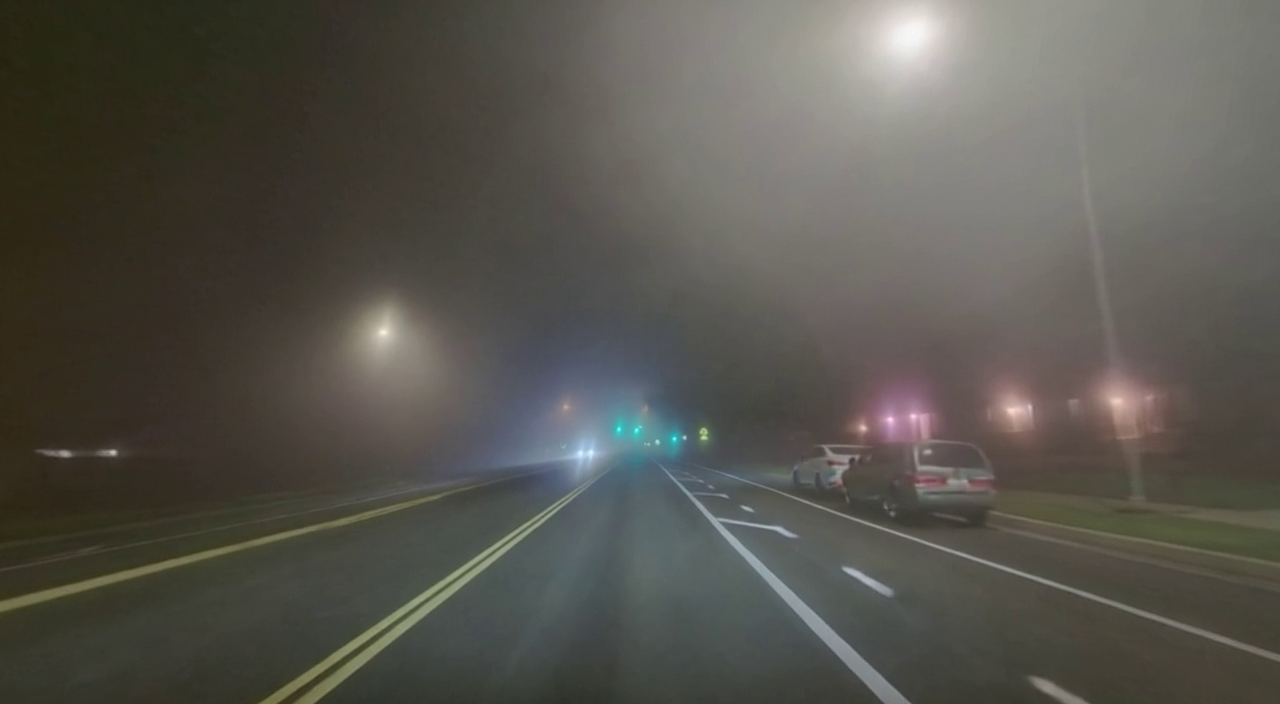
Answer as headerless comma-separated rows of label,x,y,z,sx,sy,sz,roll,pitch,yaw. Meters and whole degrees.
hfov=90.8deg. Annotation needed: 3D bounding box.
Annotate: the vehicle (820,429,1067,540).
vehicle,5.012,2.238,11.379,1.995,1.553,4.628,0,-9,-2
